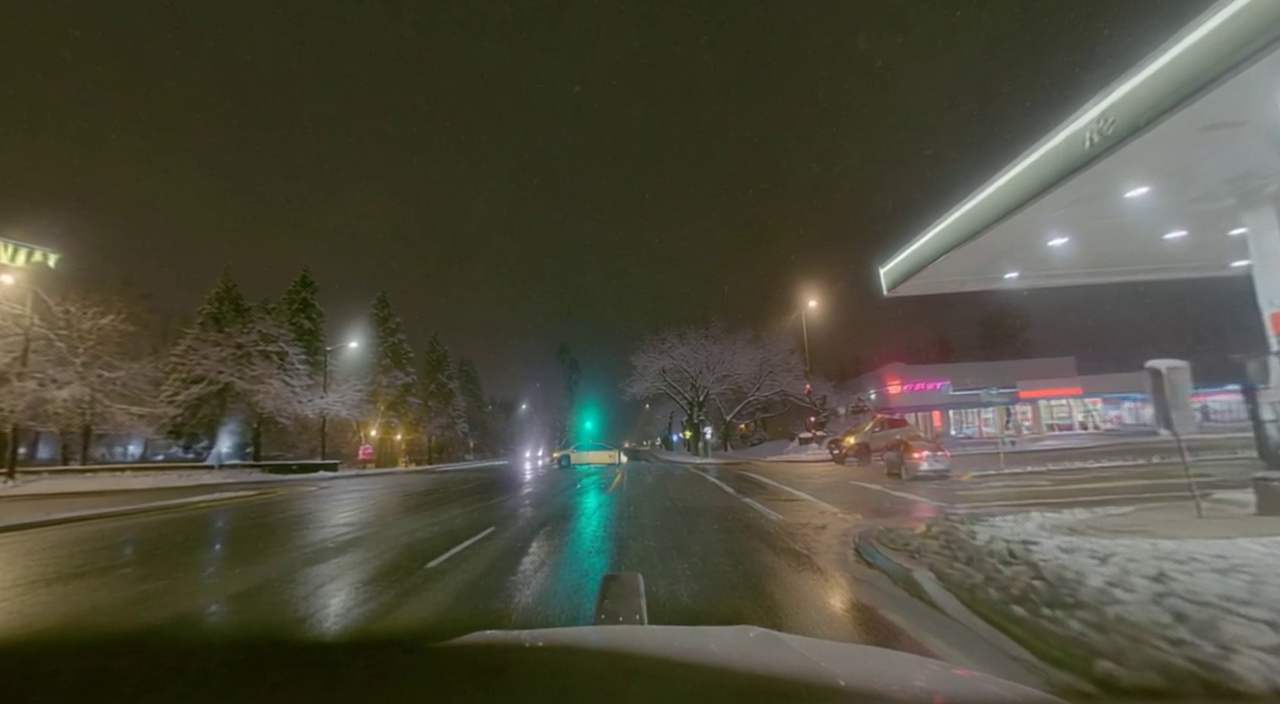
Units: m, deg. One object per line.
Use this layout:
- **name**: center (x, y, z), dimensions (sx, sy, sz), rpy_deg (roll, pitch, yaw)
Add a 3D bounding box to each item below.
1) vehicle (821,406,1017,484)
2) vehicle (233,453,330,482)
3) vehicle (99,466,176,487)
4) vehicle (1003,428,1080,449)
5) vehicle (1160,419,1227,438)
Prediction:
- **vehicle**: center (8.031, 2.736, 18.517), dimensions (4.640, 1.800, 2.026), rpy_deg (-5, -9, 1)
- **vehicle**: center (-25.937, 8.378, 45.637), dimensions (5.803, 1.632, 2.173), rpy_deg (-4, -7, 3)
- **vehicle**: center (-38.427, 9.514, 48.213), dimensions (4.290, 1.475, 1.742), rpy_deg (0, -8, -3)
- **vehicle**: center (29.943, 6.454, 47.031), dimensions (4.363, 1.503, 1.989), rpy_deg (0, -8, 3)
- **vehicle**: center (43.766, 6.098, 49.809), dimensions (3.739, 1.451, 1.647), rpy_deg (0, -8, 0)
